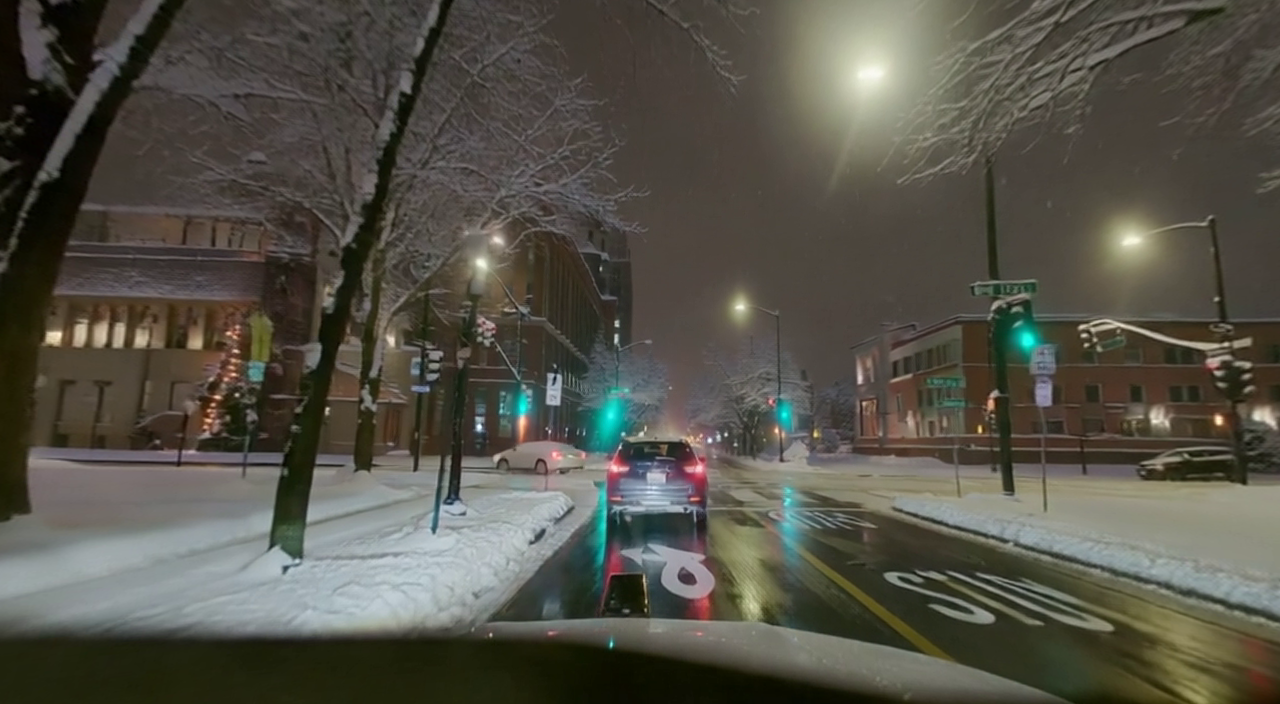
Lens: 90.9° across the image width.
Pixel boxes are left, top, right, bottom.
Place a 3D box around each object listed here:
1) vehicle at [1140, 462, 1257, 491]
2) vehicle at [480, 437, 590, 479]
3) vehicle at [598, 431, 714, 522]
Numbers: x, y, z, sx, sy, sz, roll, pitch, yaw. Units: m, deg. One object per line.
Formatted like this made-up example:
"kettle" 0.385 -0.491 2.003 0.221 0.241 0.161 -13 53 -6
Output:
"vehicle" 30.533 6.793 34.541 4.668 1.441 1.904 0 -9 -4
"vehicle" -4.235 4.192 25.073 4.282 1.519 2.077 -8 -12 41
"vehicle" 0.378 2.546 13.342 2.079 1.621 3.861 -1 -9 3
